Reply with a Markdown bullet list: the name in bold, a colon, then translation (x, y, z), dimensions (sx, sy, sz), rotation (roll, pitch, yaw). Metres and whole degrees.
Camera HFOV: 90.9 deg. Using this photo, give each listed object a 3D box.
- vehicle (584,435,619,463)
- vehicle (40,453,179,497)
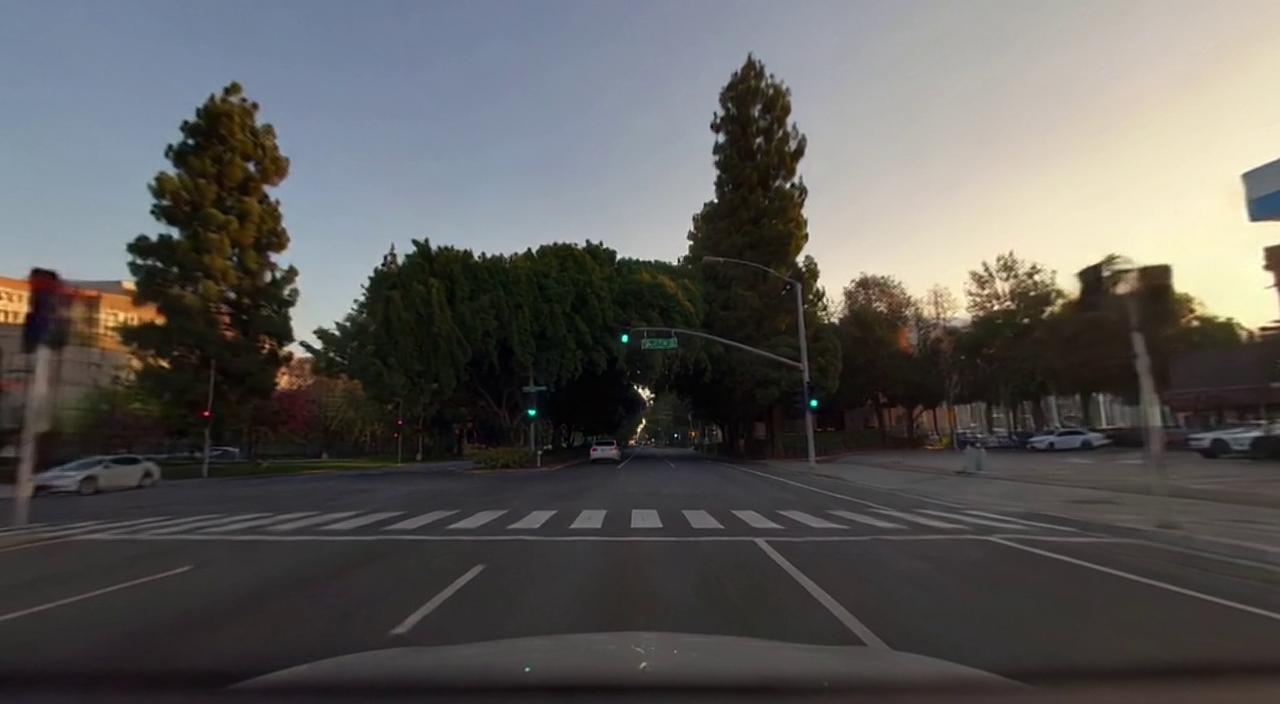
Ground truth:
- **vehicle**: translation (-2.477, 6.426, 41.841), dimensions (2.011, 1.756, 4.478), rotation (0, -8, 0)
- **vehicle**: translation (-24.241, 5.572, 28.948), dimensions (1.988, 1.717, 4.403), rotation (-7, -11, 37)
